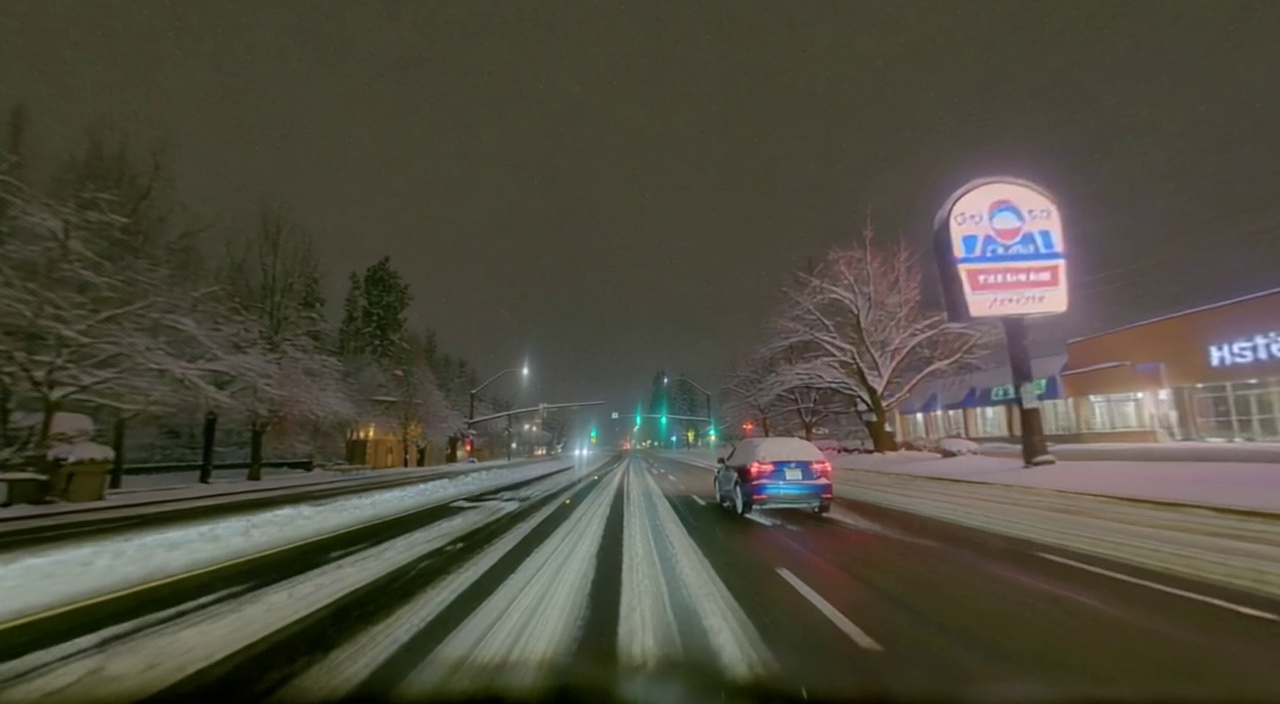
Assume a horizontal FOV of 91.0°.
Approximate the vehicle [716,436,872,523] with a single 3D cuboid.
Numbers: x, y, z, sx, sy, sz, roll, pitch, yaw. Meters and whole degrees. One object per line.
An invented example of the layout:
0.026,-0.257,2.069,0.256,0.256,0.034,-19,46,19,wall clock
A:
2.914,2.531,13.073,2.015,1.479,4.444,0,-9,-1,vehicle
